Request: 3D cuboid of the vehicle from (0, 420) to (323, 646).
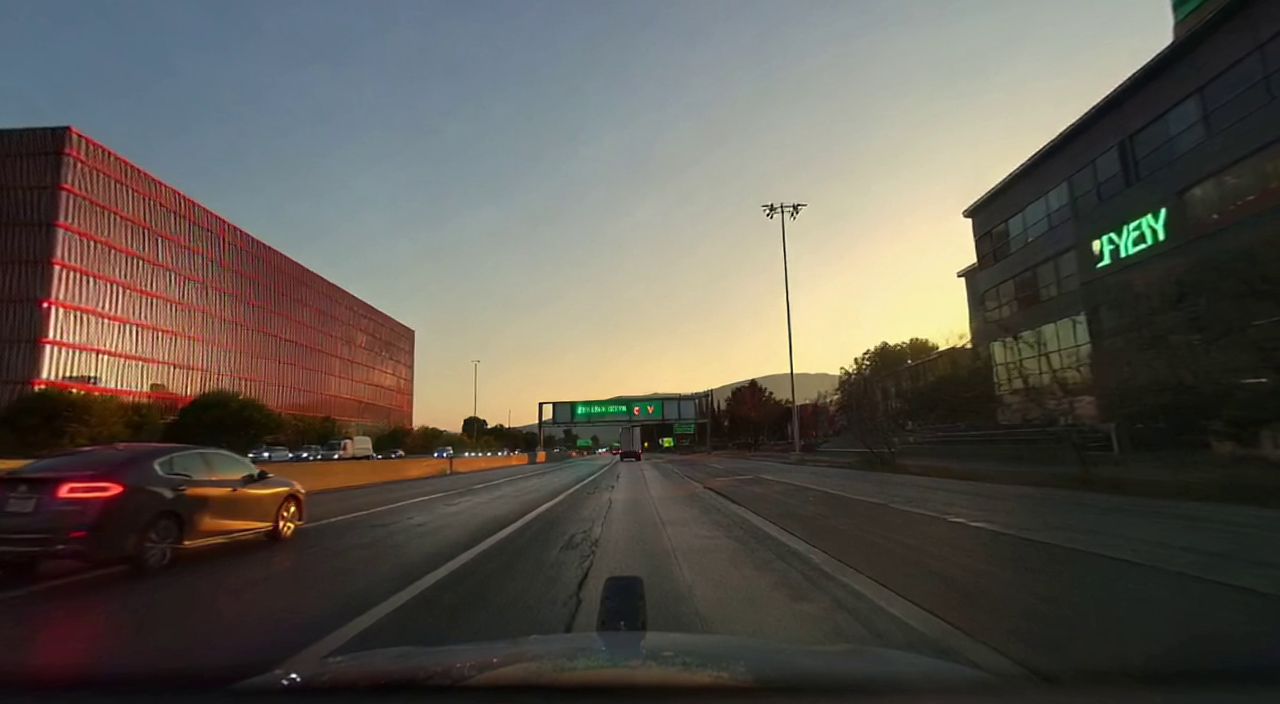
[{"bbox_3d":[-5.277,1.542,6.336,1.943,1.510,4.201,0,-9,1],"label":"vehicle"}]
